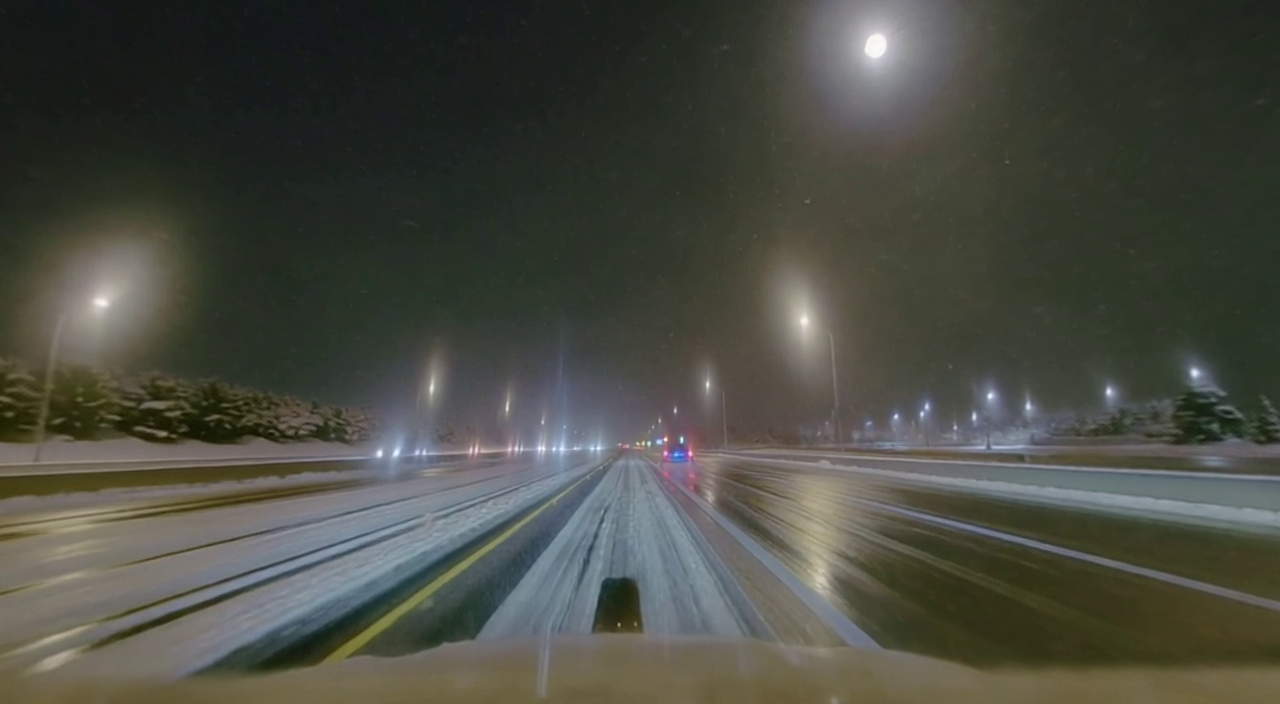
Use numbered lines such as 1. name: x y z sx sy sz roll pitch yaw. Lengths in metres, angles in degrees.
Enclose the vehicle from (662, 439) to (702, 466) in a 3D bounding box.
1. vehicle: 2.689 6.535 41.177 2.270 1.615 3.770 0 -8 -1
